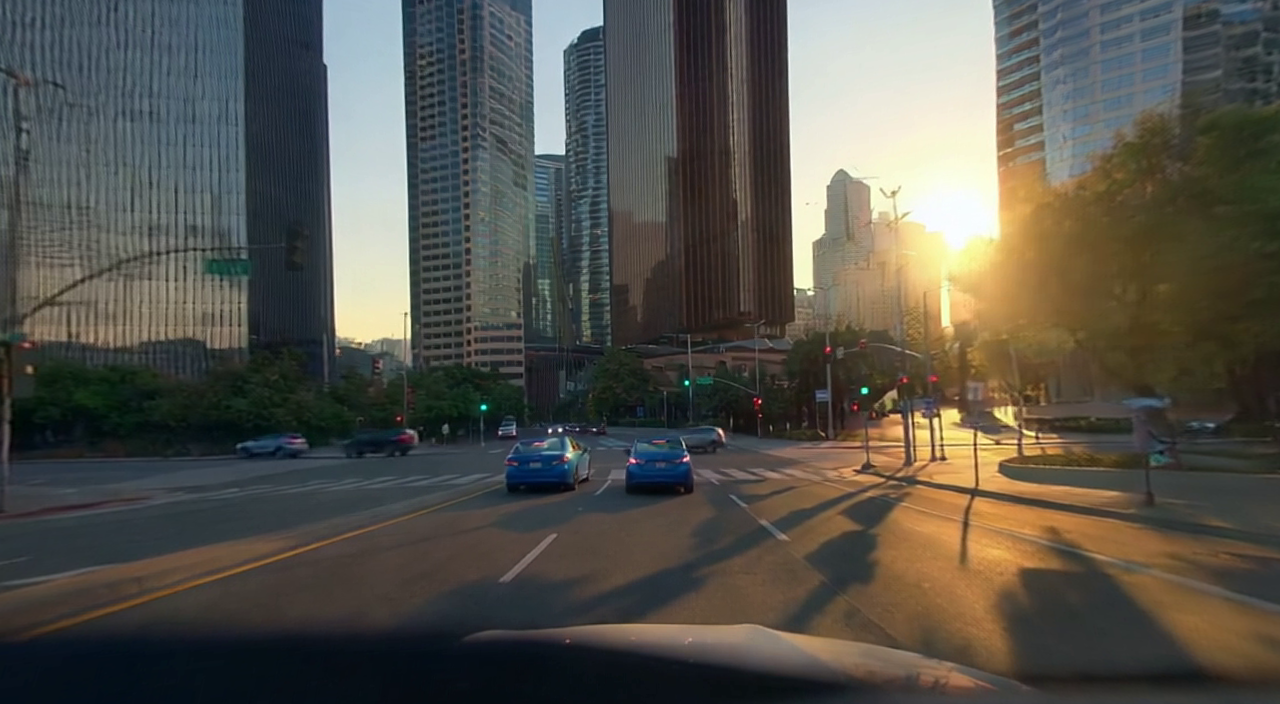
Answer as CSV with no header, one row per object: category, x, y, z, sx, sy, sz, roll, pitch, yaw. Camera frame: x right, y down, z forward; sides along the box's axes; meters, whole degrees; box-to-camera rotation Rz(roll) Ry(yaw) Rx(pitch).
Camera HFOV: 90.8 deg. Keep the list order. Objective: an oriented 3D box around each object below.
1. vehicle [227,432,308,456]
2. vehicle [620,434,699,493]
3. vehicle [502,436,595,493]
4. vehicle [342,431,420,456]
vehicle,-26.688,6.602,45.426,4.410,1.656,2.302,2,-9,-12
vehicle,0.515,3.132,18.011,2.016,1.478,3.795,0,-8,1
vehicle,-2.584,3.317,19.077,1.995,1.479,4.627,0,-8,2
vehicle,-17.898,6.342,43.813,4.694,1.677,1.847,2,-9,-12
